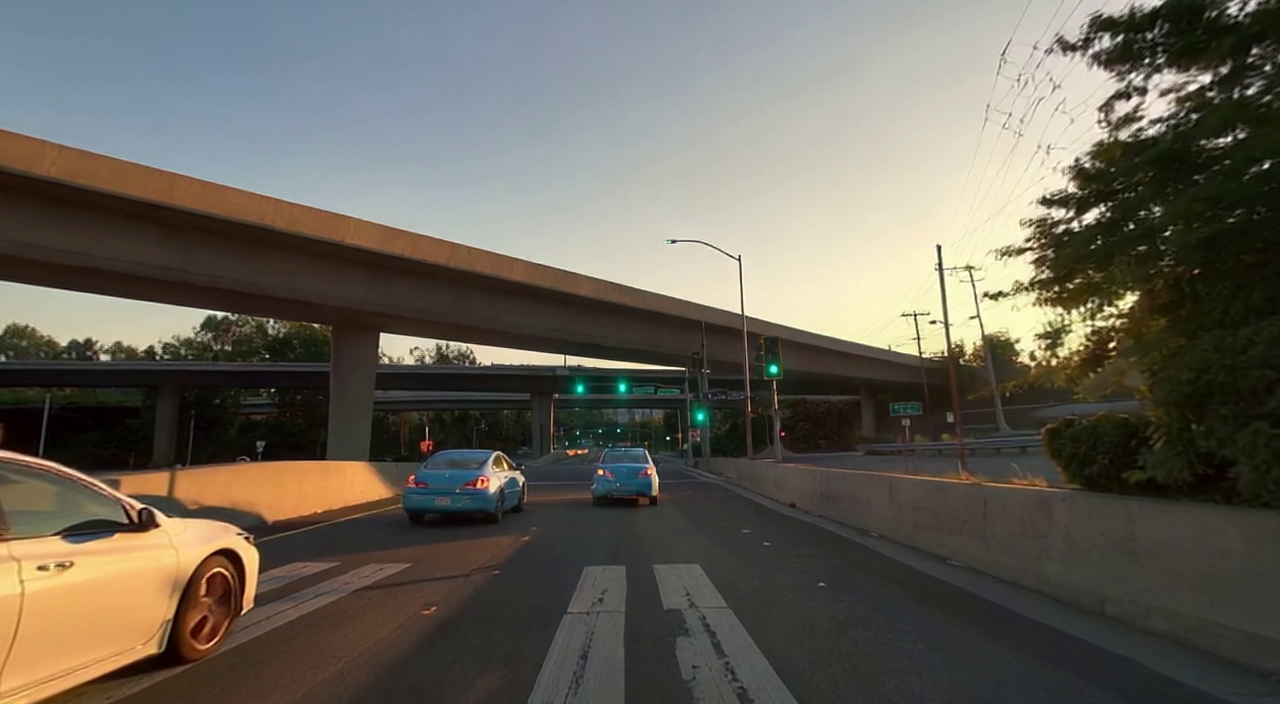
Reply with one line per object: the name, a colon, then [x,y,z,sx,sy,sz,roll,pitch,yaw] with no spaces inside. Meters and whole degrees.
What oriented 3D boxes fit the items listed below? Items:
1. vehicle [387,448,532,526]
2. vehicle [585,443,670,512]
vehicle: [-3.748,2.851,13.975,1.946,1.437,4.154,0,-9,0]
vehicle: [-0.312,3.208,16.683,1.985,1.565,3.968,0,-9,-1]
